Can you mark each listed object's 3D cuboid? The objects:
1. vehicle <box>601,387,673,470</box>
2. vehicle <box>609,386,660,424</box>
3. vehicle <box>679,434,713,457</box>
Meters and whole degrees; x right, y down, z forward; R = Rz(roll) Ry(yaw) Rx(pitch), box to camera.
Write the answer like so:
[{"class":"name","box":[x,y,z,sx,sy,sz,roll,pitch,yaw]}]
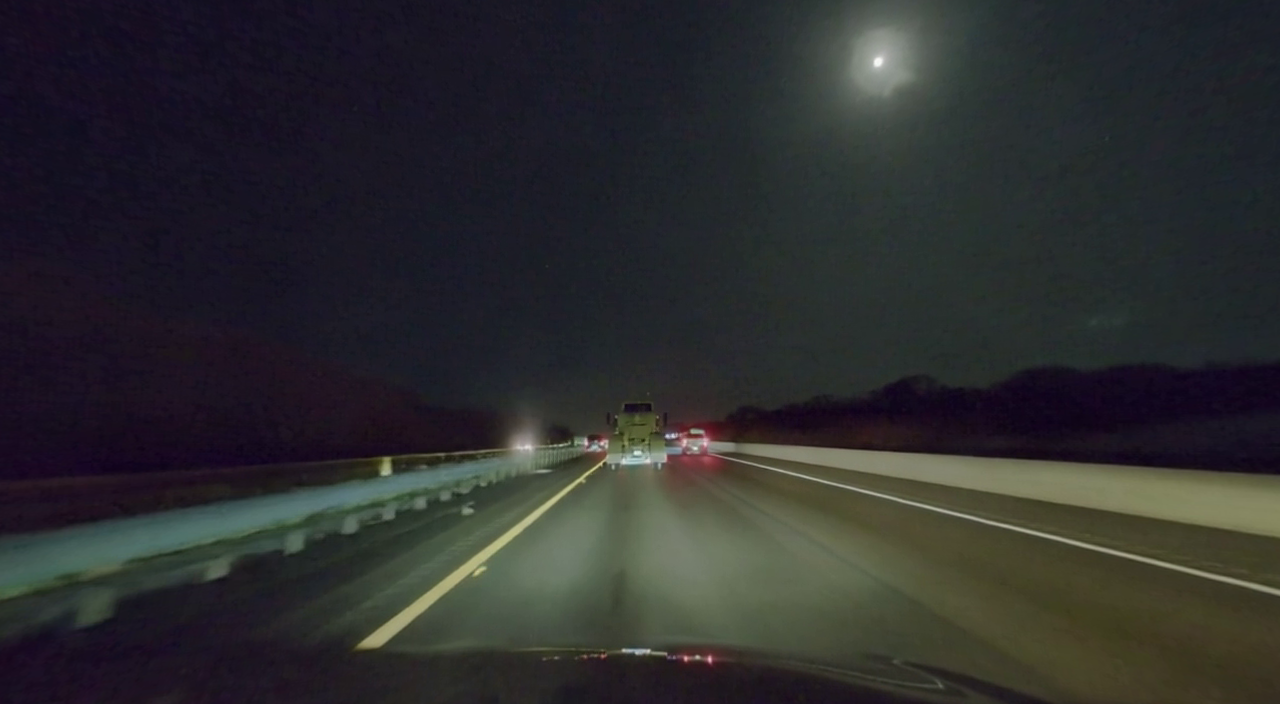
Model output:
[{"class":"vehicle","box":[-0.318,4.007,32.673,2.953,3.406,13.372,0,-7,-2]},{"class":"vehicle","box":[-0.234,2.421,28.121,2.112,1.472,4.240,0,-8,0]},{"class":"vehicle","box":[3.795,6.418,43.210,1.910,1.492,4.324,0,-8,-1]}]
